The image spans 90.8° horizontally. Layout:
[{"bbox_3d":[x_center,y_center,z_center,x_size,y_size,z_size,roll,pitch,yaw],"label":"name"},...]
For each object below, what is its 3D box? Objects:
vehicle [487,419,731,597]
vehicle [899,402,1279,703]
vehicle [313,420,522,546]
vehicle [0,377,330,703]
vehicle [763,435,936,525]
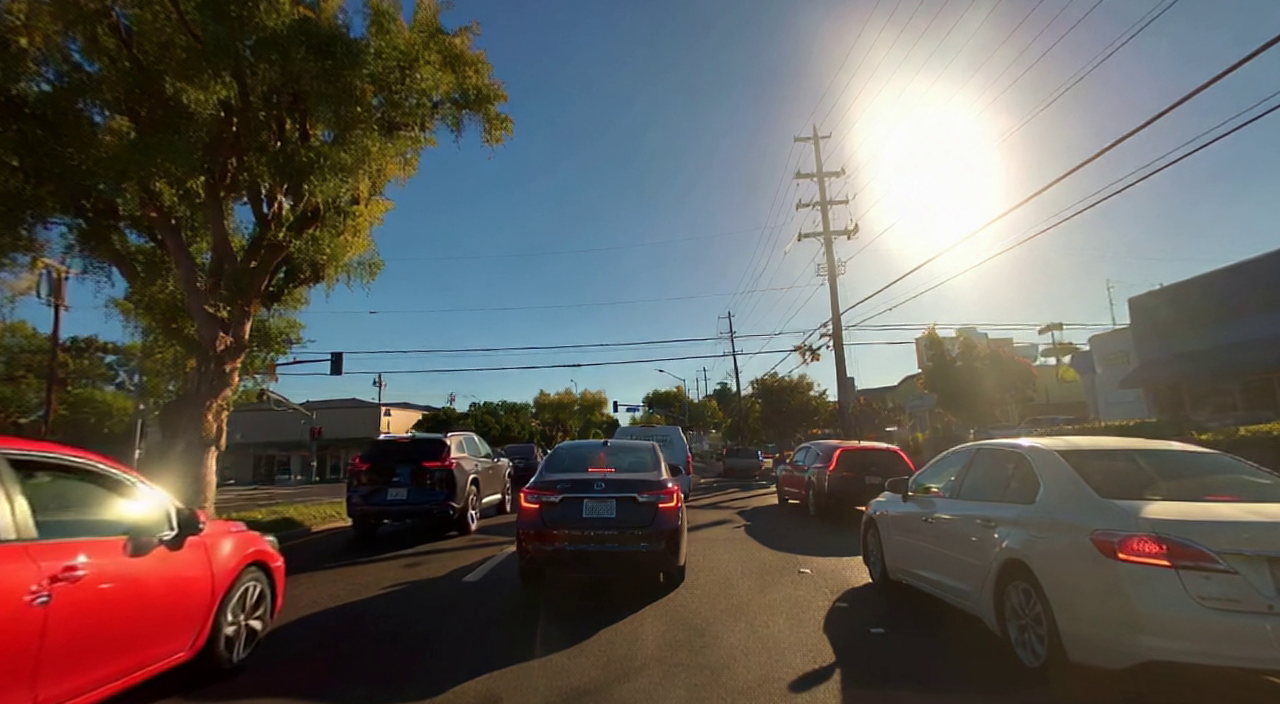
[{"bbox_3d":[-0.317,1.635,7.425,2.097,1.511,3.809,0,-9,-2],"label":"vehicle"},{"bbox_3d":[3.668,1.193,4.200,1.929,1.479,4.723,0,-9,1],"label":"vehicle"},{"bbox_3d":[-3.414,2.096,10.749,1.979,1.697,4.254,0,-9,0],"label":"vehicle"},{"bbox_3d":[-2.874,0.776,1.501,1.984,1.496,4.530,0,-9,0],"label":"vehicle"},{"bbox_3d":[3.926,2.467,12.766,1.909,1.473,4.361,0,-9,-1],"label":"vehicle"}]
